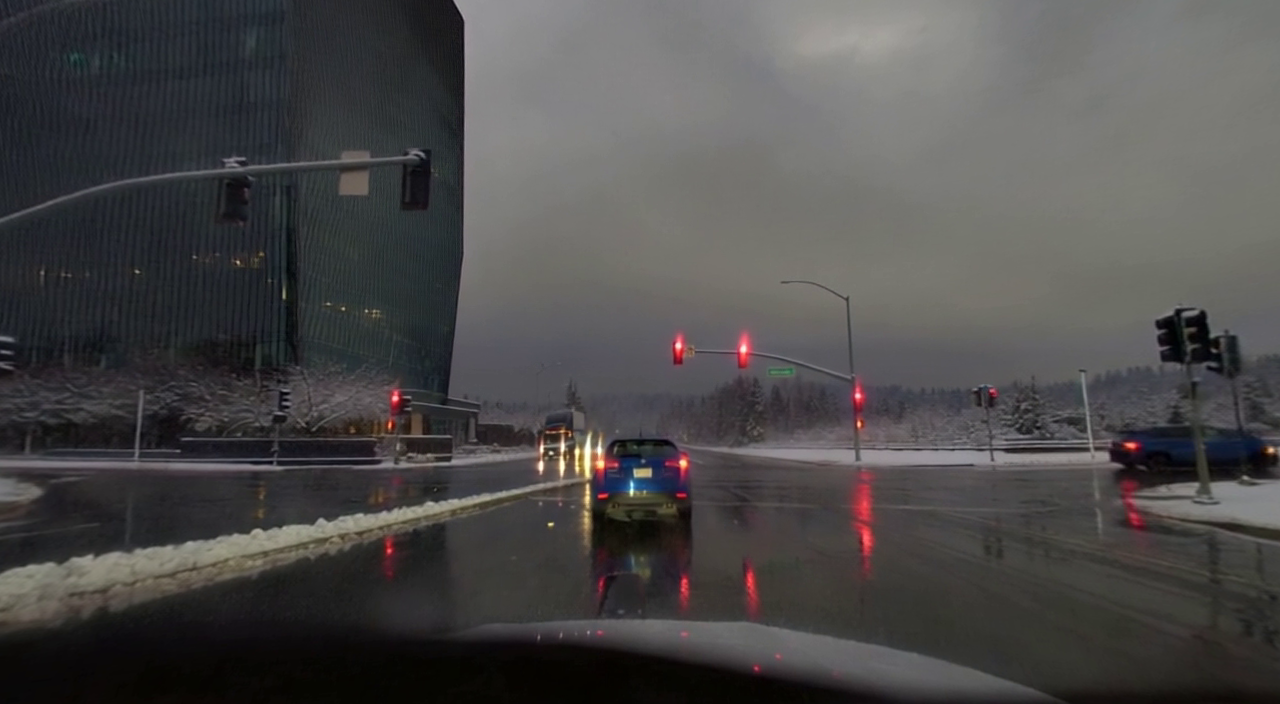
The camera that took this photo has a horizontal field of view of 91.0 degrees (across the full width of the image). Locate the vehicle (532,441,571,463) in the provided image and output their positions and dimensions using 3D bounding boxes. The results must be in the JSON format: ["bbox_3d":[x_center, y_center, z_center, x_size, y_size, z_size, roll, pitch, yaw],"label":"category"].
[{"bbox_3d":[-6.655,7.609,47.911,2.113,1.535,4.504,0,-9,2],"label":"vehicle"}]

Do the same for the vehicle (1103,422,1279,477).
[{"bbox_3d":[19.197,3.396,21.946,4.739,1.749,2.174,2,-9,-11],"label":"vehicle"}]

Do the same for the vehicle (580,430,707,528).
[{"bbox_3d":[0.161,2.330,12.105,2.014,1.525,4.197,0,-9,3],"label":"vehicle"}]
